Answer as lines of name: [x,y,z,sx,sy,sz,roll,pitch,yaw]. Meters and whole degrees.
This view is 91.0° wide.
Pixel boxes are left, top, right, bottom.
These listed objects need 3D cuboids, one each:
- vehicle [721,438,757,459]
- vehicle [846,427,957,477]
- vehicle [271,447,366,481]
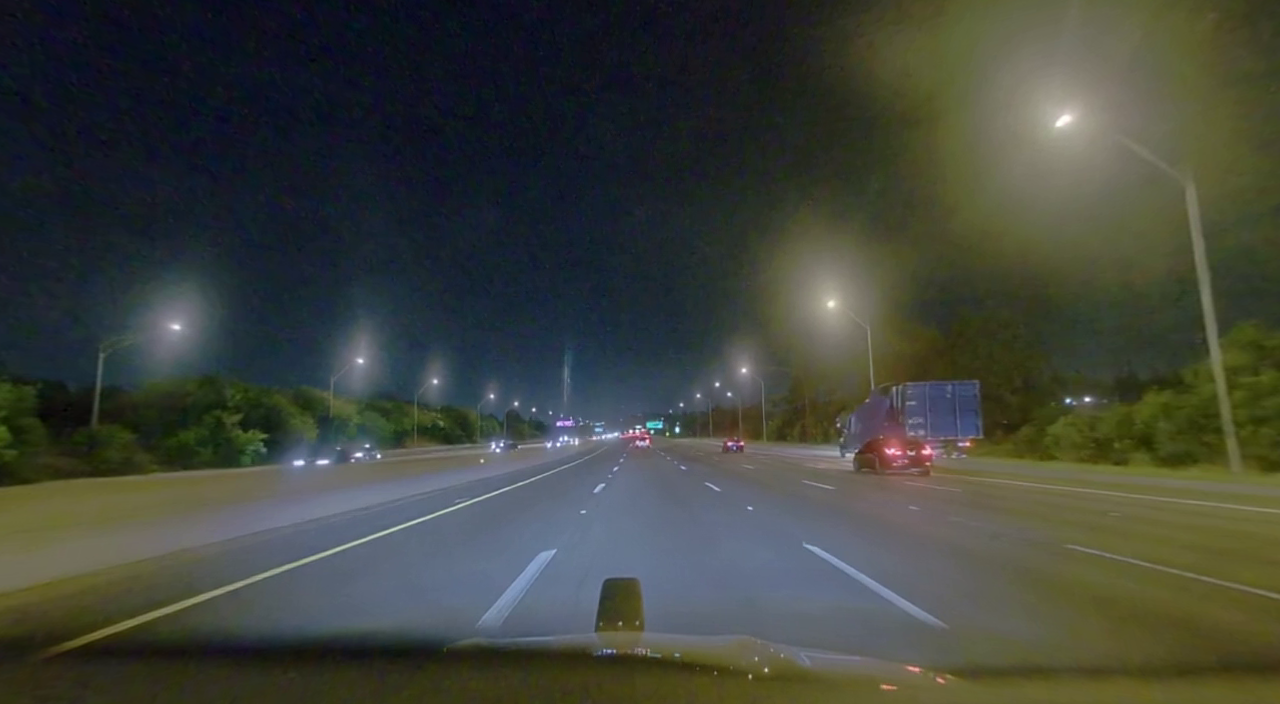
vehicle: [7.601,7.450,48.788,2.053,1.553,4.463,0,-9,-1]
vehicle: [11.147,4.326,27.467,2.387,1.936,5.646,0,-9,0]
vehicle: [-15.846,5.518,31.424,2.005,1.515,5.180,0,-9,0]
